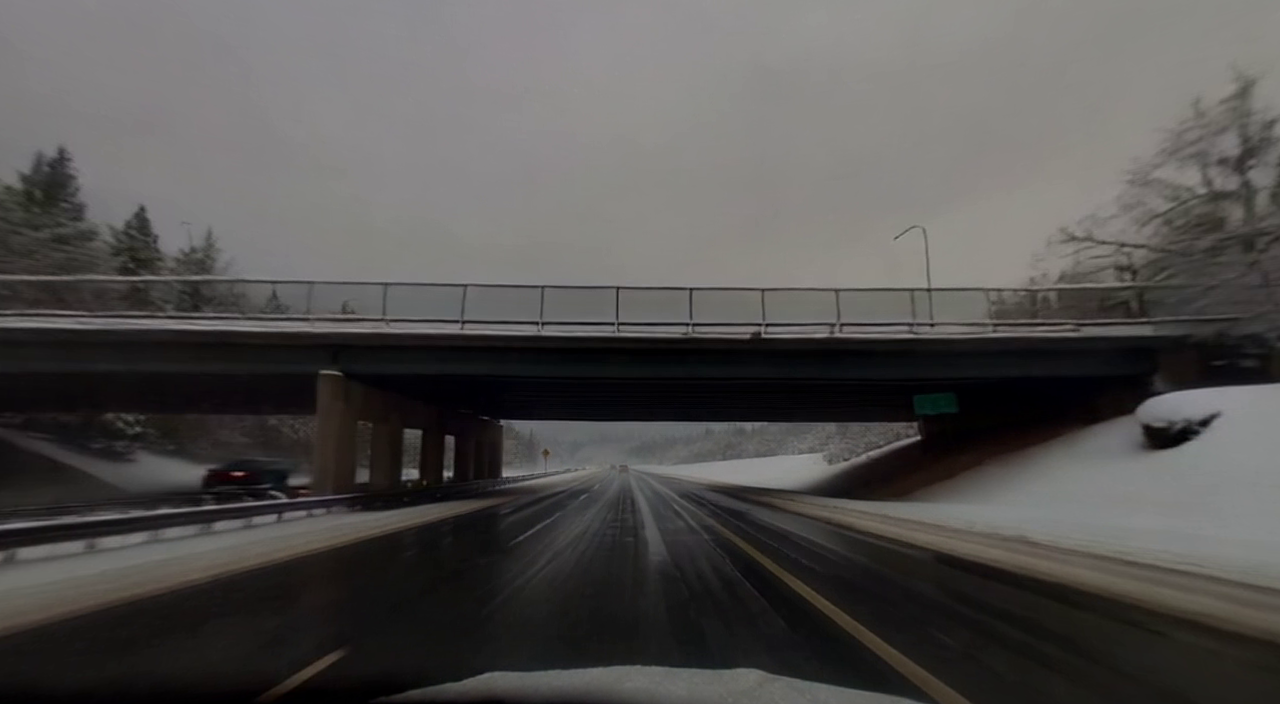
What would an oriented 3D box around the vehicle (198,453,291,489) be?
[{"bbox_3d":[-17.515,5.301,28.091,1.740,1.429,3.544,1,-11,1],"label":"vehicle"}]
